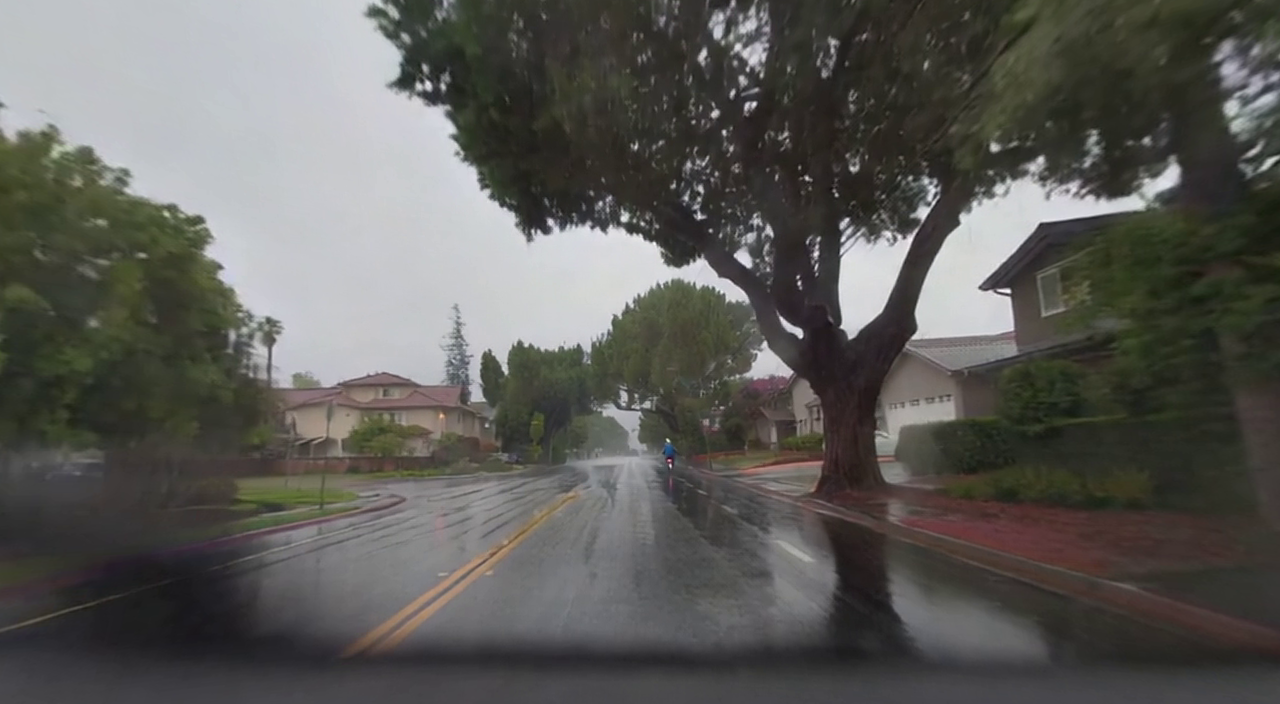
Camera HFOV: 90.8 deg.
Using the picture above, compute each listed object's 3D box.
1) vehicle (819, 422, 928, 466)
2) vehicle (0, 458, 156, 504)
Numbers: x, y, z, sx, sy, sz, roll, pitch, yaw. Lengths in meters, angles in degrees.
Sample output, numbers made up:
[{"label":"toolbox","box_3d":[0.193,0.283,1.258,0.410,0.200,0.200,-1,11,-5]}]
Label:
[{"label":"vehicle","box_3d":[10.331,4.111,28.229,4.146,1.866,1.897,-1,-9,5]},{"label":"vehicle","box_3d":[-21.567,4.836,24.104,1.852,1.462,4.585,-3,-9,18]}]
